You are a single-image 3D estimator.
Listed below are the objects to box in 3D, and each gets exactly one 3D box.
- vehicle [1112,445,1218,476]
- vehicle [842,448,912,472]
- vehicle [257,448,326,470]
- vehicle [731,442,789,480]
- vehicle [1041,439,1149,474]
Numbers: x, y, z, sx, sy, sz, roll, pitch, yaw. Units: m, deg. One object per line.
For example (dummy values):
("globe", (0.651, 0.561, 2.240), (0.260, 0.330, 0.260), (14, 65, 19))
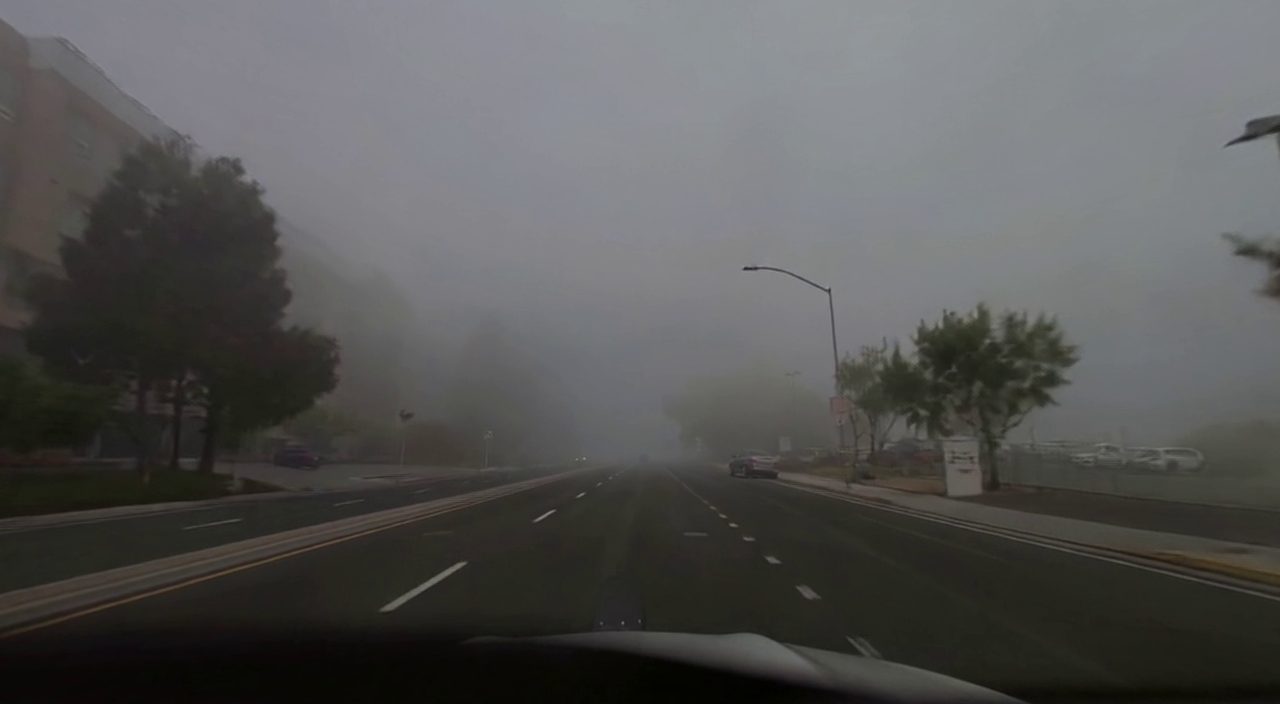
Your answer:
("vehicle", (32.308, 6.689, 38.748), (4.608, 1.638, 2.017), (-3, -10, 0))
("vehicle", (17.488, 7.986, 46.456), (4.421, 1.535, 1.869), (-2, -7, 1))
("vehicle", (-26.271, 8.051, 47.391), (4.048, 1.601, 1.845), (0, -9, -2))
("vehicle", (7.145, 6.559, 38.108), (2.365, 2.138, 5.499), (0, -8, -1))
("vehicle", (32.181, 7.388, 44.538), (5.753, 2.022, 2.104), (-3, -8, 3))
